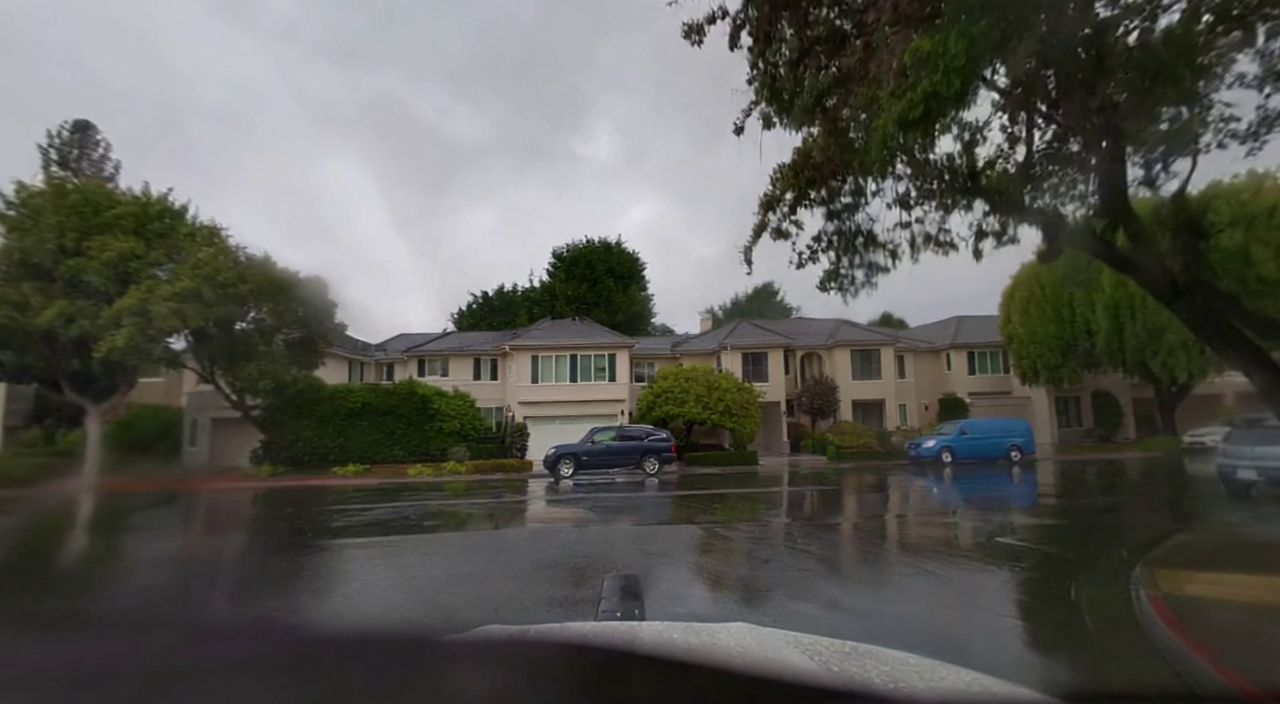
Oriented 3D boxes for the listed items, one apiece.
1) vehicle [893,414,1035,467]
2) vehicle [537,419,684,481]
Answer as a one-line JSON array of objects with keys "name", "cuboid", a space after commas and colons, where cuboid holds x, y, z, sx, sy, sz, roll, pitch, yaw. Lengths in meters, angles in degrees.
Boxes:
[{"name": "vehicle", "cuboid": [10.059, 2.750, 19.690, 3.513, 1.507, 1.798, 2, -6, -8]}, {"name": "vehicle", "cuboid": [-0.853, 2.723, 17.594, 3.746, 1.518, 1.845, 3, -5, -15]}]
